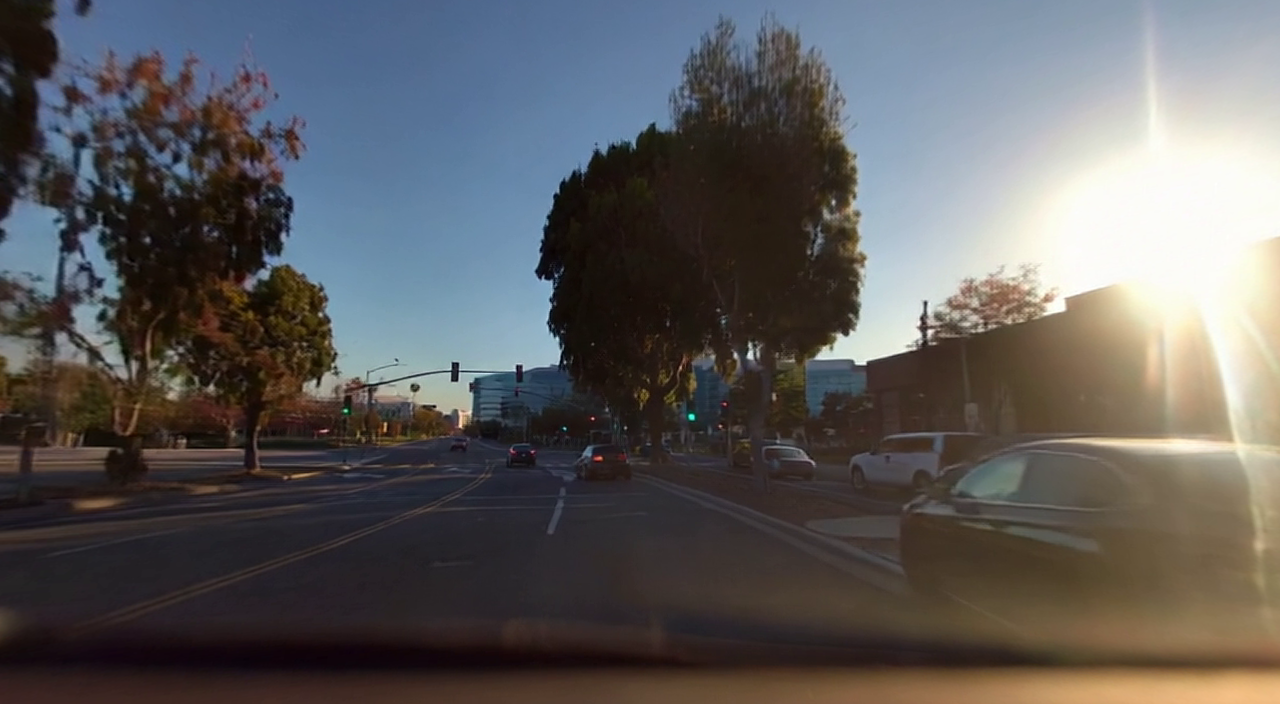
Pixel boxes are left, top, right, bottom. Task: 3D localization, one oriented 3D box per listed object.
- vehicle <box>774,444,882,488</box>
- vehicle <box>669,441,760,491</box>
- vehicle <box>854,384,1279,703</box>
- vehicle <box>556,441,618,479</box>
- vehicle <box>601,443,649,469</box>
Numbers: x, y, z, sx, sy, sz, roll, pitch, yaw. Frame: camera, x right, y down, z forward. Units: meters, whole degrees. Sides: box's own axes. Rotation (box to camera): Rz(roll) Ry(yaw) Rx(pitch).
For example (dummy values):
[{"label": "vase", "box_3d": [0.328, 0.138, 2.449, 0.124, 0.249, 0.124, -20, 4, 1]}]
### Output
[{"label": "vehicle", "box_3d": [6.618, 4.057, 22.821, 1.903, 1.432, 4.514, 2, -9, -10]}, {"label": "vehicle", "box_3d": [2.324, 3.739, 21.044, 1.984, 1.476, 4.488, 1, -9, -7]}, {"label": "vehicle", "box_3d": [3.144, 1.112, 3.708, 2.280, 1.472, 4.426, 0, -8, 1]}, {"label": "vehicle", "box_3d": [-2.540, 4.893, 28.875, 2.308, 1.535, 4.811, 2, -9, -11]}, {"label": "vehicle", "box_3d": [-0.970, 6.297, 38.235, 1.957, 1.463, 4.701, 2, -9, -13]}]
